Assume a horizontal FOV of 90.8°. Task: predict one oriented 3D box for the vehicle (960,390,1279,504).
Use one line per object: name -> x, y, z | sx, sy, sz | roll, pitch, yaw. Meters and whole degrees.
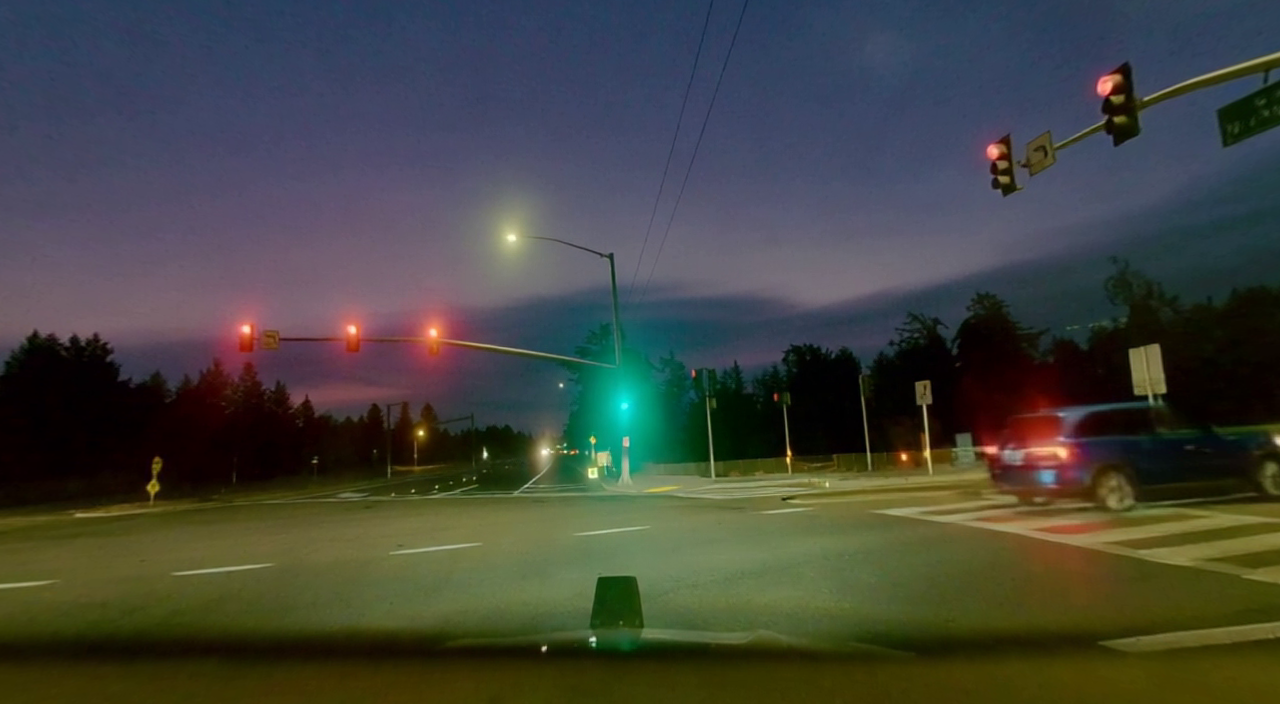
vehicle -> 8.829, 1.714, 11.514 | 4.881, 1.807, 2.135 | 1, -9, -8
